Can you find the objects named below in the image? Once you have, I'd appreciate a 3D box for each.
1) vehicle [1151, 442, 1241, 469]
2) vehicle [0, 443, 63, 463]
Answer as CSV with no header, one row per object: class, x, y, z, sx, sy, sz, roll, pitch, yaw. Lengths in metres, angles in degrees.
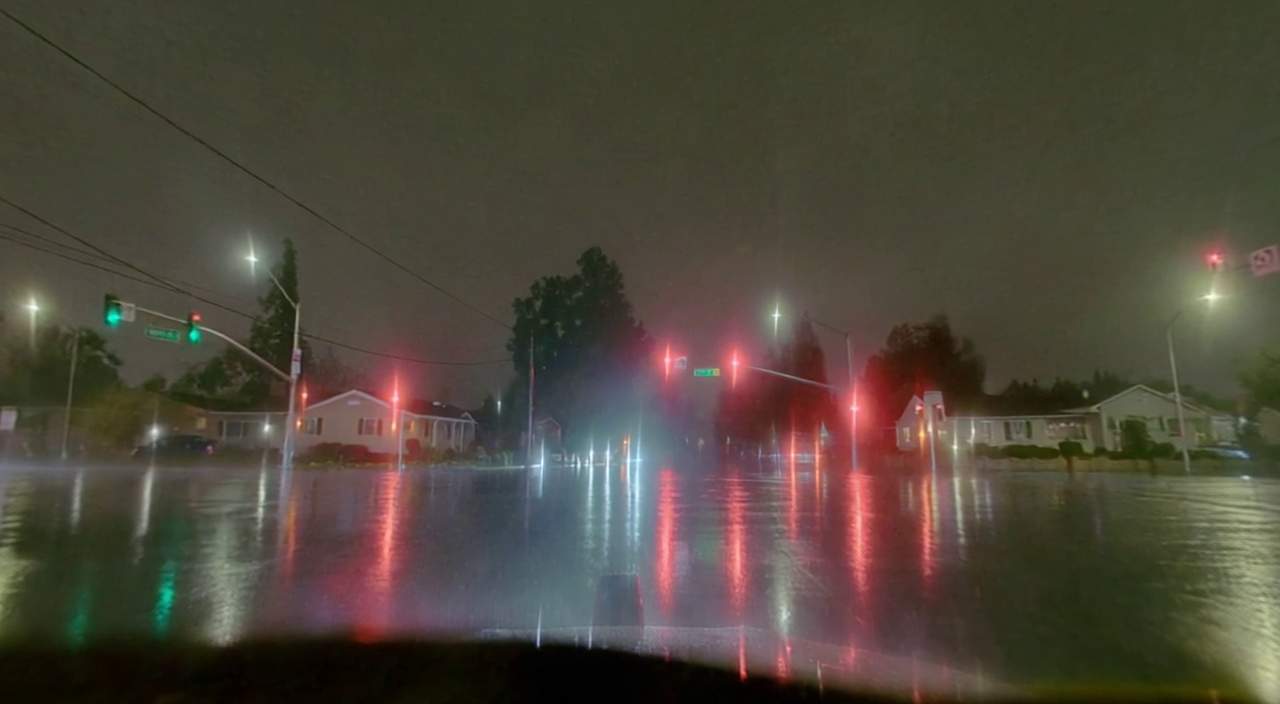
vehicle,36.789,6.846,41.942,1.853,1.723,4.460,0,-9,0
vehicle,-44.294,7.270,45.403,3.949,1.422,1.744,0,-9,1
